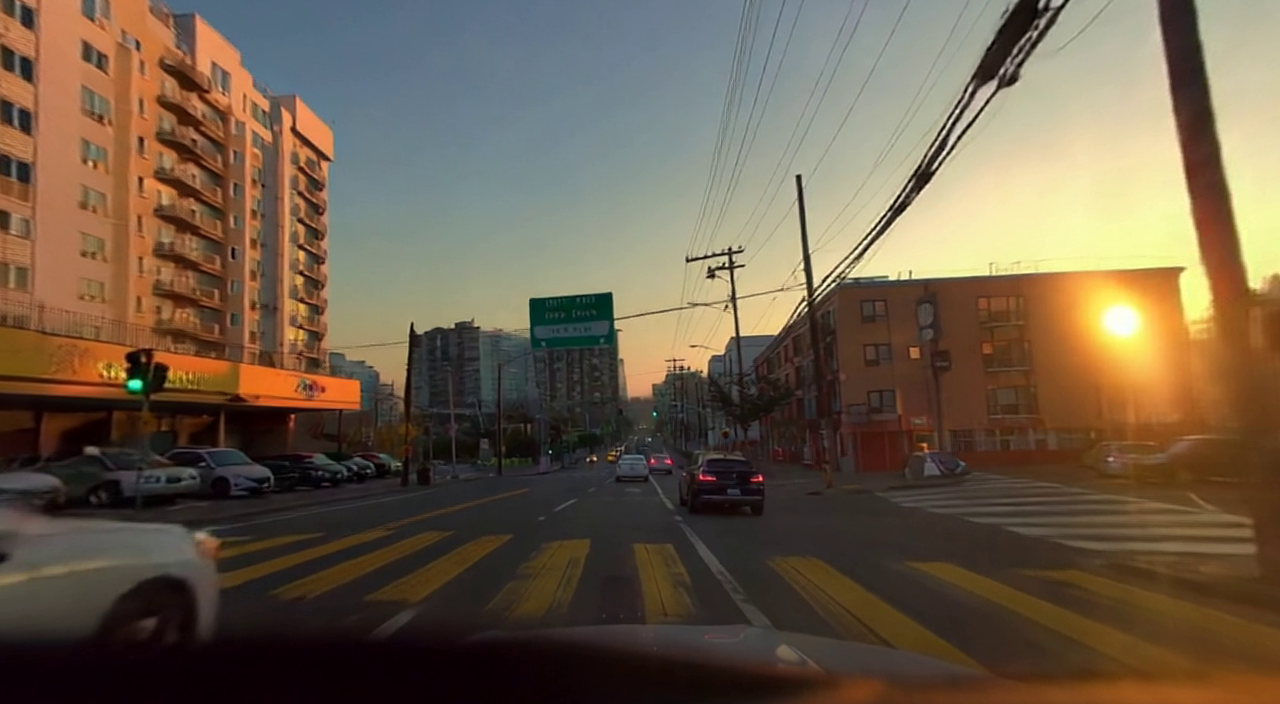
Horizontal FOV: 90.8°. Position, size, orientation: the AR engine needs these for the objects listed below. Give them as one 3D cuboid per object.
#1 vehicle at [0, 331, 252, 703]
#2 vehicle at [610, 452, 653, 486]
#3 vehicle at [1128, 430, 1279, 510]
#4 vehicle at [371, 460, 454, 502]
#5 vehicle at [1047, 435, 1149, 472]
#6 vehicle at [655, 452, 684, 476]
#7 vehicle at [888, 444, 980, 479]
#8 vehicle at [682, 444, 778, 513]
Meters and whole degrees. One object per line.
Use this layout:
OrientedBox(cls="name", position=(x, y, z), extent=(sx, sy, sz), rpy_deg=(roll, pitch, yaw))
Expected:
OrientedBox(cls="vehicle", position=(-3.210, 0.668, 1.107), extent=(2.221, 1.706, 4.451), rpy_deg=(-1, -8, 0))
OrientedBox(cls="vehicle", position=(-0.421, 5.811, 31.570), extent=(1.999, 1.487, 3.939), rpy_deg=(-1, -8, 0))
OrientedBox(cls="vehicle", position=(15.316, 2.744, 15.031), extent=(5.302, 1.633, 2.206), rpy_deg=(-5, -6, 19))
OrientedBox(cls="vehicle", position=(-9.536, 5.406, 26.899), extent=(1.859, 1.451, 4.447), rpy_deg=(-1, -8, 1))
OrientedBox(cls="vehicle", position=(21.109, 4.666, 29.347), extent=(1.856, 1.530, 3.933), rpy_deg=(-1, -8, 2))
OrientedBox(cls="vehicle", position=(2.262, 8.599, 48.751), extent=(1.953, 1.687, 4.094), rpy_deg=(-1, -8, -1))
OrientedBox(cls="vehicle", position=(13.587, 5.053, 29.571), extent=(1.846, 1.480, 4.649), rpy_deg=(0, -8, -3))
OrientedBox(cls="vehicle", position=(2.395, 3.458, 17.890), extent=(1.945, 1.647, 4.160), rpy_deg=(0, -8, -2))
